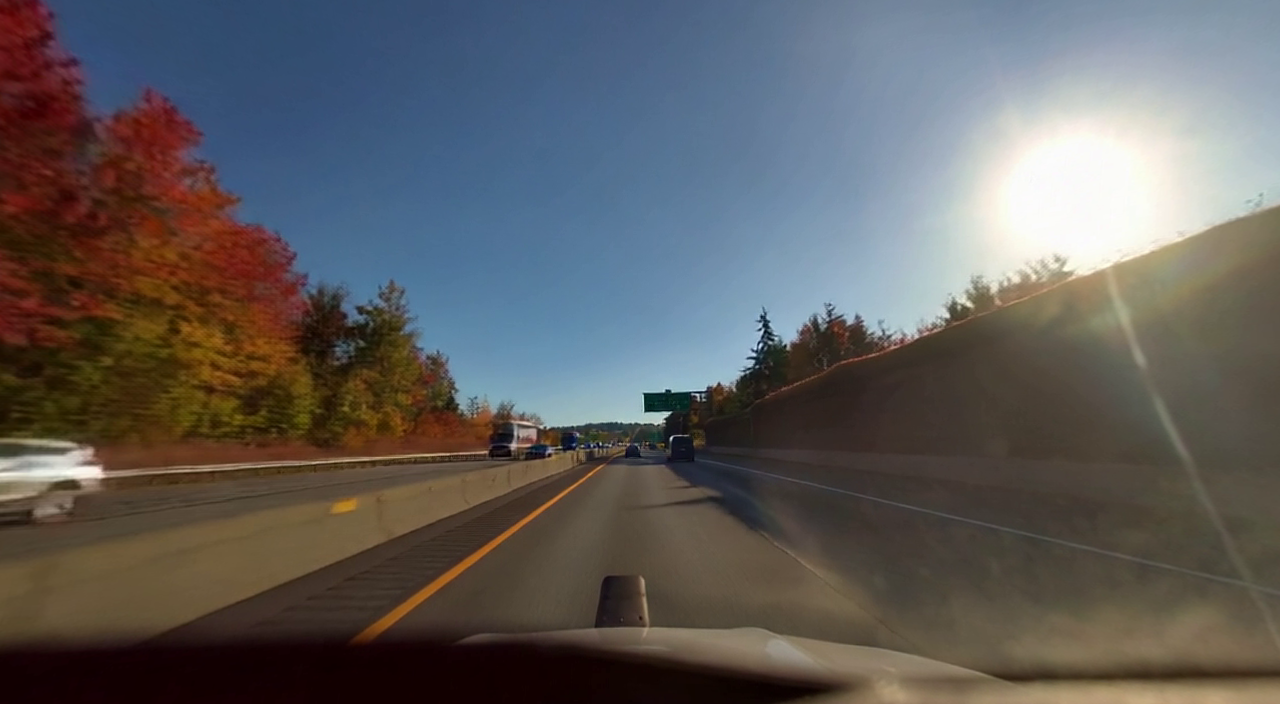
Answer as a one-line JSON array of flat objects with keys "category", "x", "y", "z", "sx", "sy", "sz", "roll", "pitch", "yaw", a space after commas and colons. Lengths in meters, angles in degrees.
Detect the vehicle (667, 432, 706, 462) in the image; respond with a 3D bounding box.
[{"category": "vehicle", "x": 3.370, "y": 7.007, "z": 46.360, "sx": 2.393, "sy": 2.072, "sz": 4.958, "roll": 0, "pitch": -8, "yaw": -1}]
